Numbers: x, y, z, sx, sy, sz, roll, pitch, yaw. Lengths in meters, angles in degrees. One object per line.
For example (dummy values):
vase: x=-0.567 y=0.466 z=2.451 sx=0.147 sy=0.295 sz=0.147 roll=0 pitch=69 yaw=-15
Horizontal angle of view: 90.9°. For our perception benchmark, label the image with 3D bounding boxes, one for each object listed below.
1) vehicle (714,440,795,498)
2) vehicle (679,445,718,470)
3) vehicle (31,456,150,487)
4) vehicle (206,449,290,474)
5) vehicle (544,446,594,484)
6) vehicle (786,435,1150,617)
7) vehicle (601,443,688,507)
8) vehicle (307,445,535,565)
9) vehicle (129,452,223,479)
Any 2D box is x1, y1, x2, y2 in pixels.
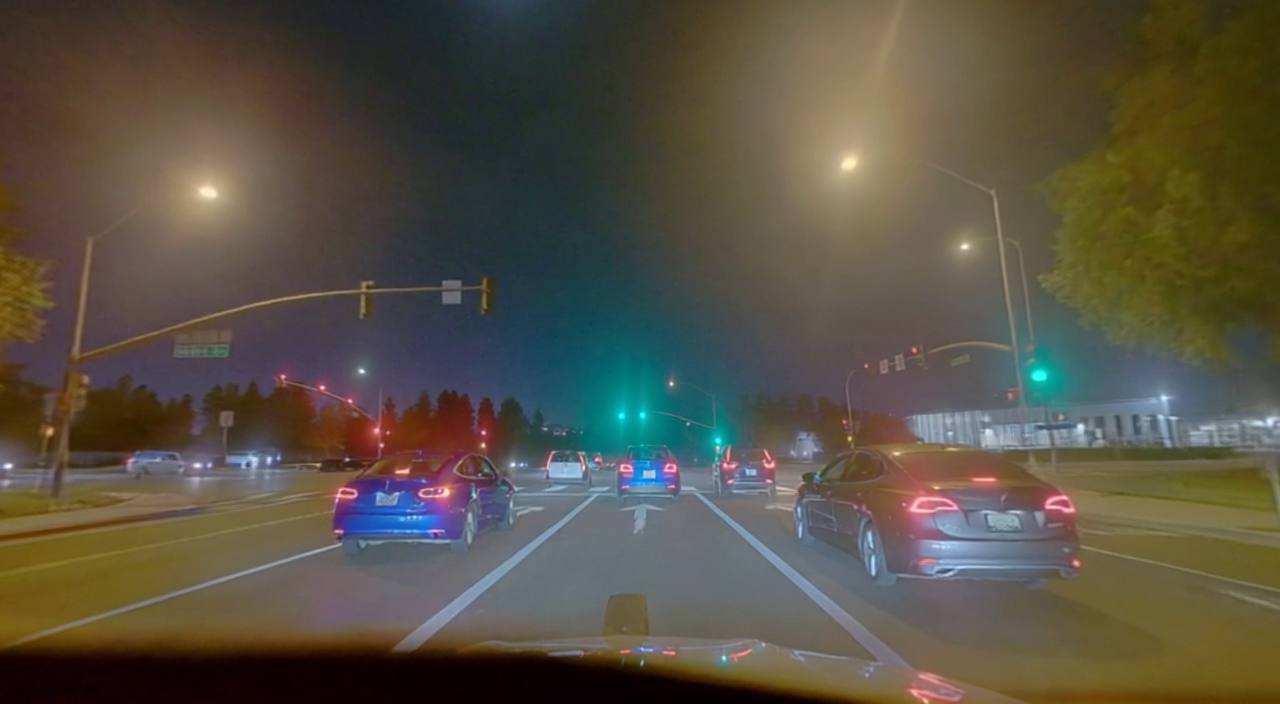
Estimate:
vehicle: x=3.703 y=3.849 z=21.112 sx=1.938 sy=1.732 sz=4.006 roll=0 pitch=-9 yaw=0
vehicle: x=4.015 y=7.309 z=44.015 sx=2.138 sy=1.624 sz=4.417 roll=0 pitch=-9 yaw=-1
vehicle: x=-29.694 y=6.457 z=34.149 sx=4.551 sy=1.533 sz=2.070 roll=-1 pitch=-8 yaw=1
vehicle: x=-29.162 y=8.126 z=46.989 sx=4.916 sy=1.793 sz=2.082 roll=-1 pitch=-9 yaw=3
vehicle: x=-3.205 y=5.052 z=28.515 sx=2.089 sy=1.537 sz=4.073 roll=1 pitch=-9 yaw=-6
vehicle: x=3.342 y=1.836 z=7.748 sx=1.951 sy=1.522 sz=4.614 roll=0 pitch=-8 yaw=0
vehicle: x=0.062 y=3.396 z=17.851 sx=2.144 sy=1.563 sz=4.218 roll=0 pitch=-9 yaw=-1
vehicle: x=-3.122 y=2.256 z=10.164 sx=2.015 sy=1.478 sz=4.407 roll=-1 pitch=-8 yaw=1
vehicle: x=-30.275 y=7.383 z=41.201 sx=4.427 sy=1.629 sz=2.213 roll=-1 pitch=-9 yaw=2
